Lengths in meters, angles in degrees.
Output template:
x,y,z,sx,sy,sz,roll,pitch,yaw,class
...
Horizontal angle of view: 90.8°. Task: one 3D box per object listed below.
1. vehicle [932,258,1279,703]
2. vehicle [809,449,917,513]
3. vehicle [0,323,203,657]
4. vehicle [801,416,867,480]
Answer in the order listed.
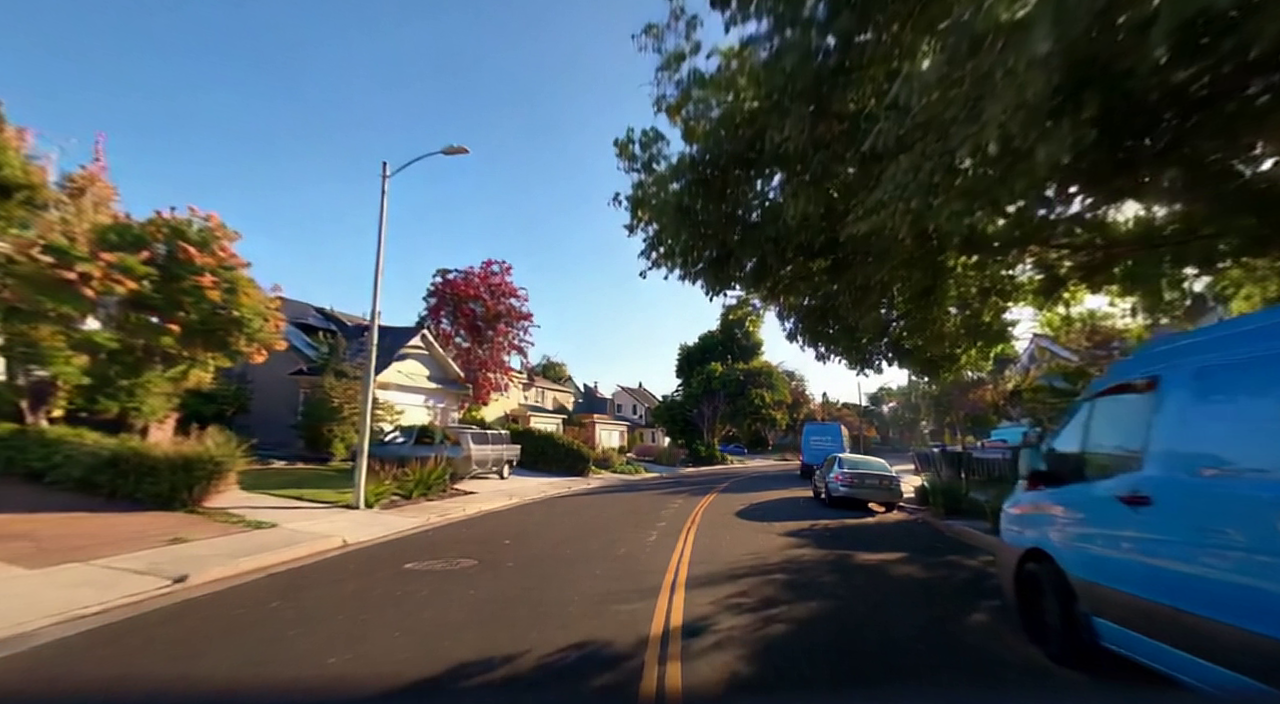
x,y,z,sx,sy,sz,roll,pitch,yaw,class
3.547,0.633,1.640,2.748,2.031,6.288,0,-8,2,vehicle
5.497,3.180,16.147,1.835,1.349,4.285,-1,-9,9,vehicle
-7.209,0.826,4.388,6.291,2.113,2.673,2,-8,1,vehicle
9.500,4.648,30.700,2.684,2.712,6.197,-3,-9,19,vehicle
